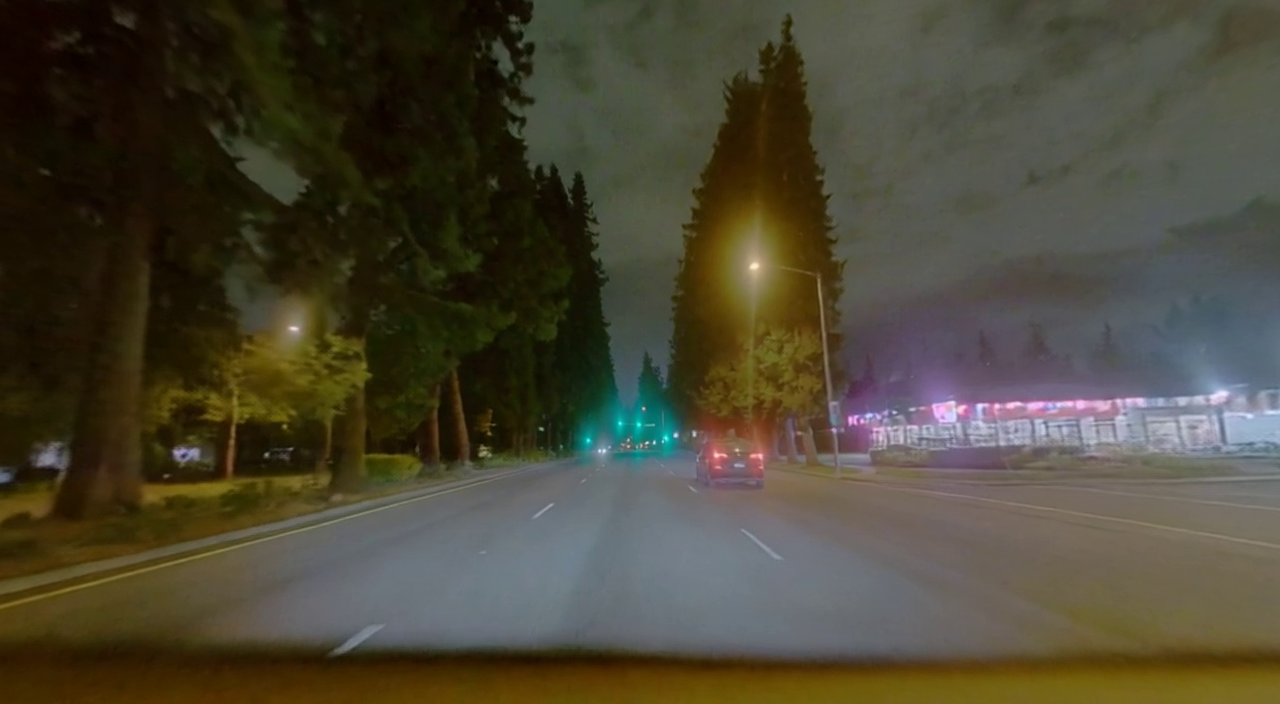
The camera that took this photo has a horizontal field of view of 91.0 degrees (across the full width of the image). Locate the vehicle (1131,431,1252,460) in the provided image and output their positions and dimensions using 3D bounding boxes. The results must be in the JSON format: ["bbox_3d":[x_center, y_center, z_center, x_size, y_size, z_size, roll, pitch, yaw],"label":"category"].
[{"bbox_3d":[28.151,4.791,32.309,4.089,1.389,2.050,-2,-8,17],"label":"vehicle"}]

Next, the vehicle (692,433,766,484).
[{"bbox_3d":[3.243,4.006,23.957,2.083,1.743,4.354,0,-8,-1],"label":"vehicle"}]
